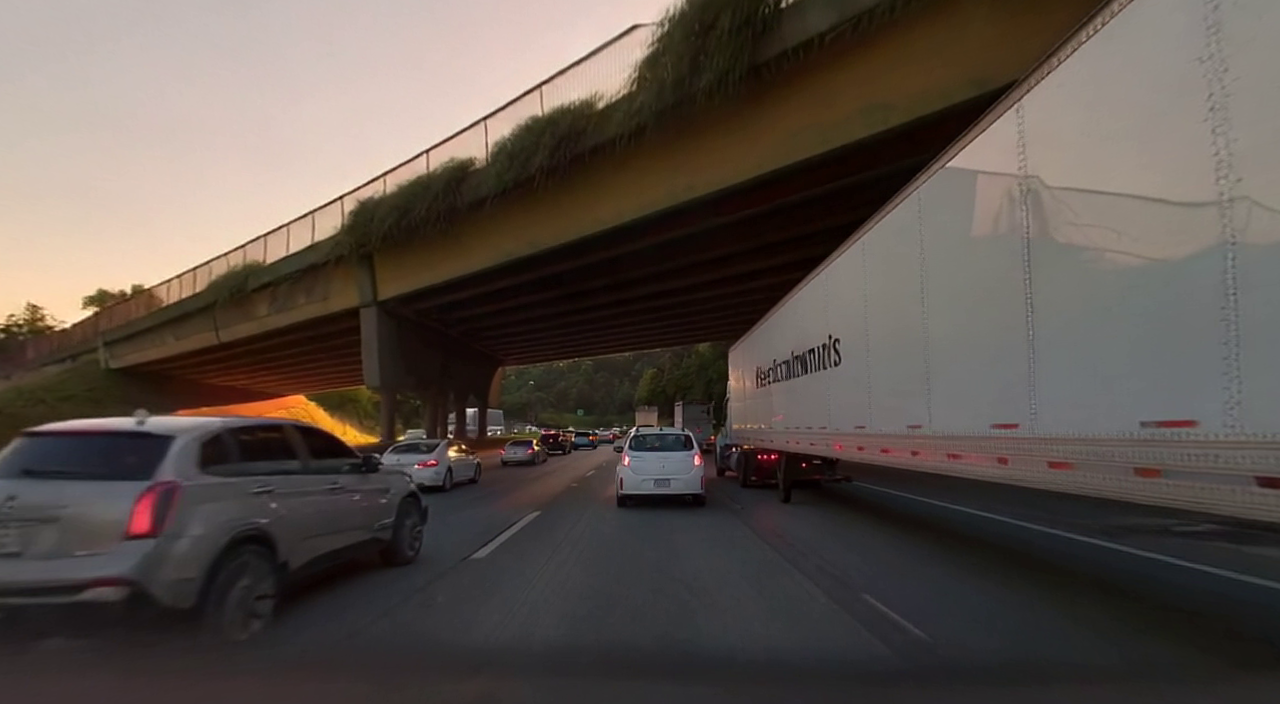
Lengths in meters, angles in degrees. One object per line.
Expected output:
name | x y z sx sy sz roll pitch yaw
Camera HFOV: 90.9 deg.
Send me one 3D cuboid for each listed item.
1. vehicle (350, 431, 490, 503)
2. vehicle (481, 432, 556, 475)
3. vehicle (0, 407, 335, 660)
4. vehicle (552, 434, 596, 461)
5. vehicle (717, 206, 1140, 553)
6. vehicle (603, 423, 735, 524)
vehicle | -5.036 2.650 15.076 1.880 1.458 3.978 0 -8 1
vehicle | -4.537 3.844 24.201 1.887 1.493 4.411 0 -8 1
vehicle | -4.588 1.343 5.693 1.821 1.514 3.677 0 -8 -1
vehicle | -3.819 5.618 37.314 2.005 1.475 4.466 0 -8 2
vehicle | 4.086 1.205 14.325 2.817 3.989 14.321 0 -8 0
vehicle | 0.400 2.075 11.299 1.973 1.505 3.568 0 -8 -1
